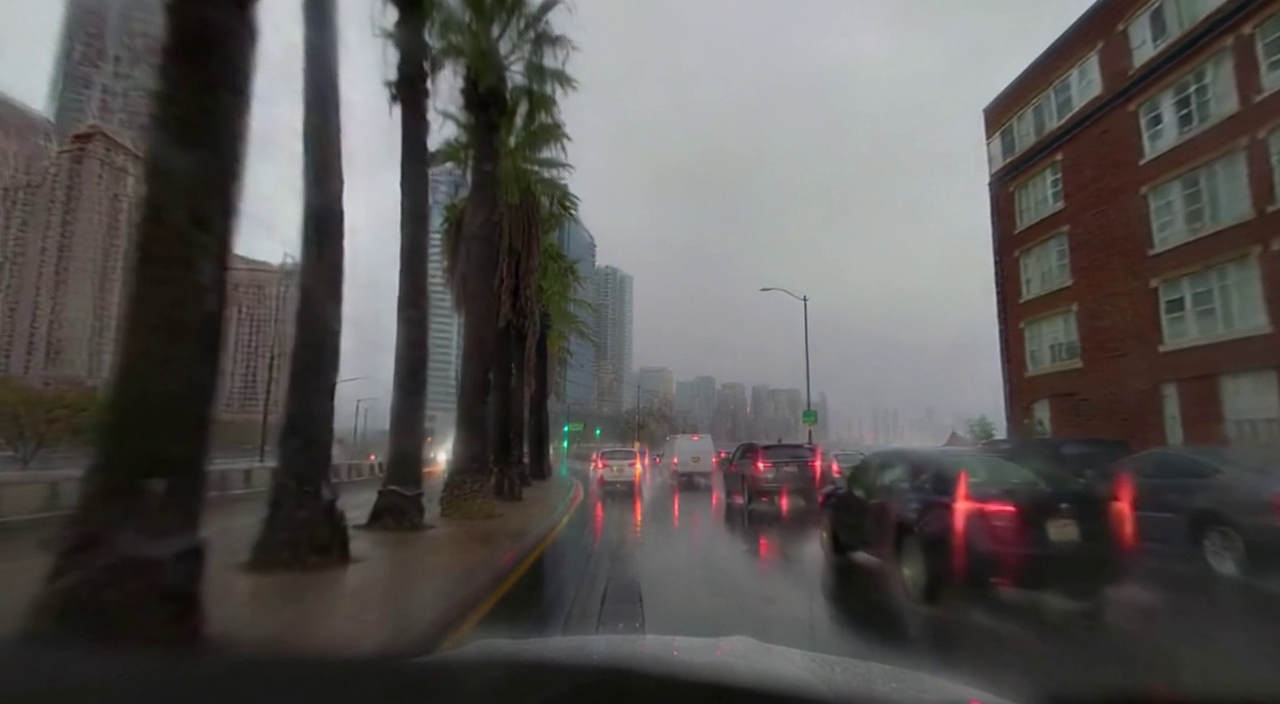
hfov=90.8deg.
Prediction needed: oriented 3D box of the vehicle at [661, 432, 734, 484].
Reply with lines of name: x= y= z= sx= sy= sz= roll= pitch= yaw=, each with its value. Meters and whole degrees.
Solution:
vehicle: x=2.569 y=4.948 z=29.725 sx=2.434 sy=2.171 sz=5.098 roll=1 pitch=-9 yaw=-6

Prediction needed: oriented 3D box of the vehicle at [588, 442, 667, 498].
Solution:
vehicle: x=-0.542 y=3.864 z=21.141 sx=2.332 sy=1.625 sz=4.933 roll=0 pitch=-9 yaw=-4

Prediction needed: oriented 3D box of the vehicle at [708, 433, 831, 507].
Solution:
vehicle: x=3.265 y=3.095 z=16.912 sx=2.151 sy=1.695 sz=4.258 roll=0 pitch=-9 yaw=-3

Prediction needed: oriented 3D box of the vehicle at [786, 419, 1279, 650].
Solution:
vehicle: x=3.306 y=1.591 z=6.658 sx=2.238 sy=1.522 sz=4.627 roll=0 pitch=-9 yaw=-2
